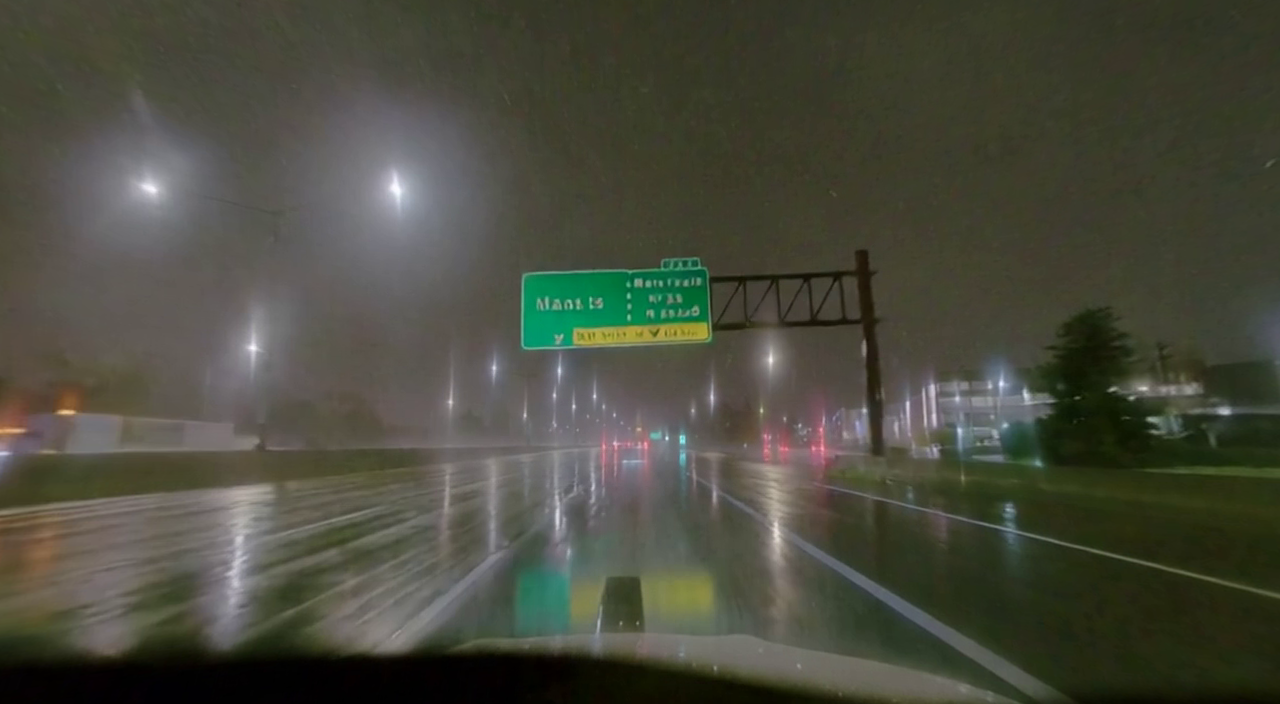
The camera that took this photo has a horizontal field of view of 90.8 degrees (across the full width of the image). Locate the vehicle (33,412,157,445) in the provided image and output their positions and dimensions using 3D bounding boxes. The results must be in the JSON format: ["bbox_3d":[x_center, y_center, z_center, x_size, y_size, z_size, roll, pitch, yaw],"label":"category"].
[{"bbox_3d":[-28.342,4.066,33.107,1.992,1.615,4.988,0,-8,1],"label":"vehicle"}]

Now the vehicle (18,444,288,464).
[{"bbox_3d":[-28.563,6.255,39.720,2.698,0.740,19.161,0,-8,-1],"label":"vehicle"}]

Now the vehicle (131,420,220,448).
[{"bbox_3d":[-28.511,5.074,39.006,1.903,1.592,4.748,0,-8,0],"label":"vehicle"}]
